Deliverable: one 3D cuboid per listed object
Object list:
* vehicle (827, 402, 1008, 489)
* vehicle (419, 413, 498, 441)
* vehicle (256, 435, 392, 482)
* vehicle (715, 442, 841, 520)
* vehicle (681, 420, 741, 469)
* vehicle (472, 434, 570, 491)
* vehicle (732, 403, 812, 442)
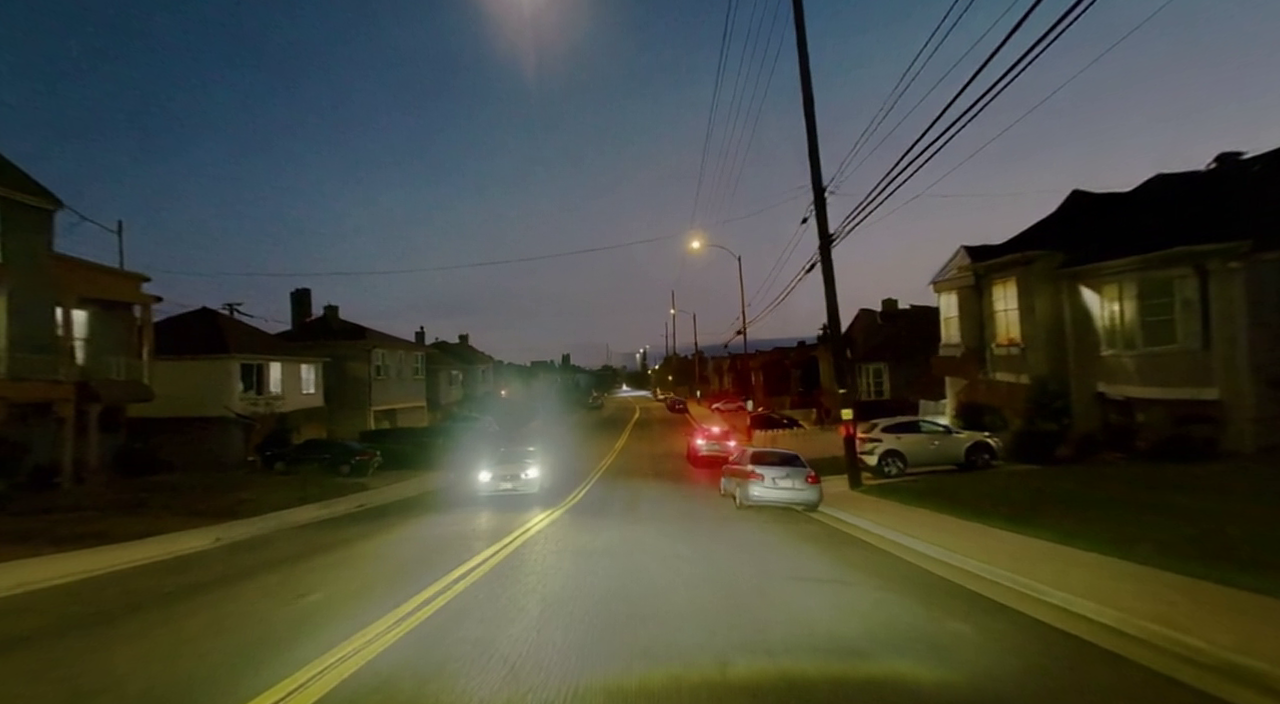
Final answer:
[{"bbox_3d":[8.119,2.768,18.726,4.286,2.044,1.913,-5,-8,-1],"label":"vehicle"},{"bbox_3d":[-12.015,5.013,41.812,4.525,1.797,2.024,-1,-9,5],"label":"vehicle"},{"bbox_3d":[-11.989,4.051,24.139,4.236,1.654,1.745,0,-8,-5],"label":"vehicle"},{"bbox_3d":[2.943,2.851,14.505,2.063,1.503,4.415,0,-9,2],"label":"vehicle"},{"bbox_3d":[3.185,4.220,29.369,2.211,1.860,4.813,0,-4,0],"label":"vehicle"},{"bbox_3d":[-3.587,3.395,19.852,2.096,1.542,4.481,0,-7,2],"label":"vehicle"},{"bbox_3d":[8.572,4.650,41.212,4.622,1.826,2.065,-8,-9,0],"label":"vehicle"}]
